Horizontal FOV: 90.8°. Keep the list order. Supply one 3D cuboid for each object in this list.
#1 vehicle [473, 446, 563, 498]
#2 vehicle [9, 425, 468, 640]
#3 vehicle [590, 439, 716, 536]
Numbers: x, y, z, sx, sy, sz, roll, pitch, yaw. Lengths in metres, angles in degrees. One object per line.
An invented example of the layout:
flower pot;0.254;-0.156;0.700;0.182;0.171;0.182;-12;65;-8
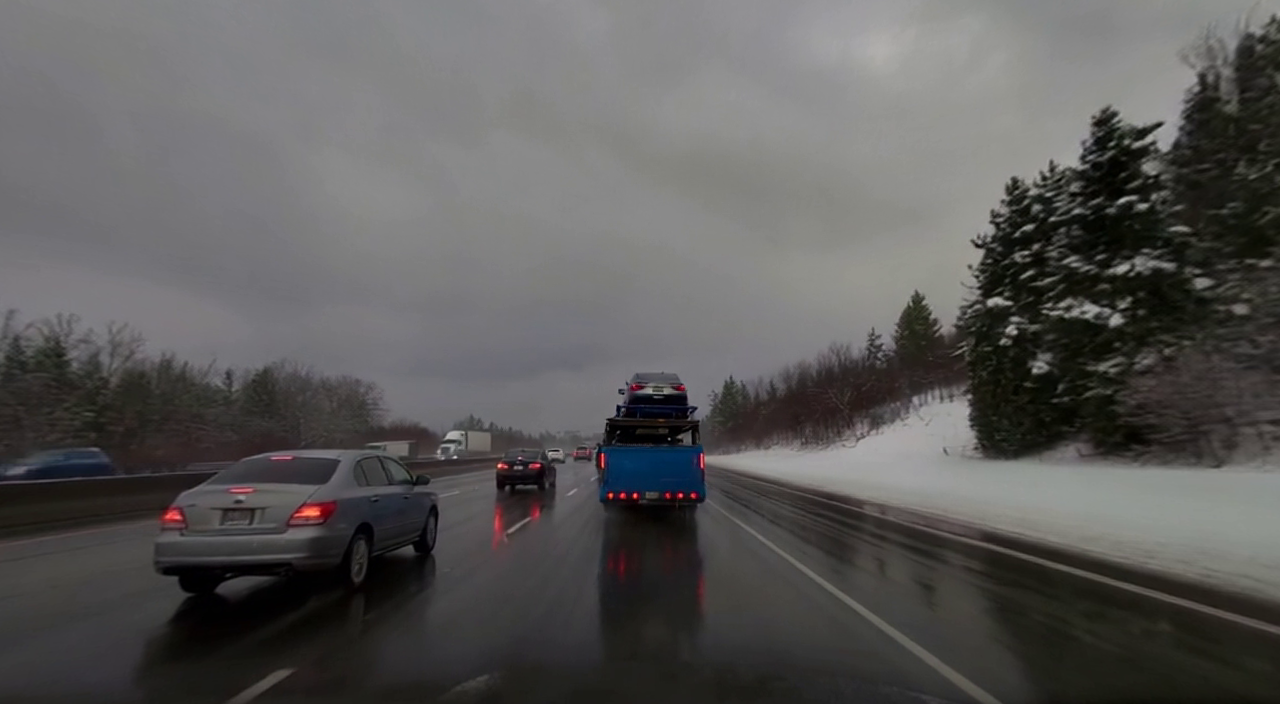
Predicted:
vehicle;-3.824;3.842;20.603;1.947;1.470;4.526;0;-9;1
vehicle;-3.369;1.574;6.413;2.149;1.497;3.753;0;-9;0
vehicle;0.172;2.414;11.753;1.991;1.507;3.391;0;-9;-1
